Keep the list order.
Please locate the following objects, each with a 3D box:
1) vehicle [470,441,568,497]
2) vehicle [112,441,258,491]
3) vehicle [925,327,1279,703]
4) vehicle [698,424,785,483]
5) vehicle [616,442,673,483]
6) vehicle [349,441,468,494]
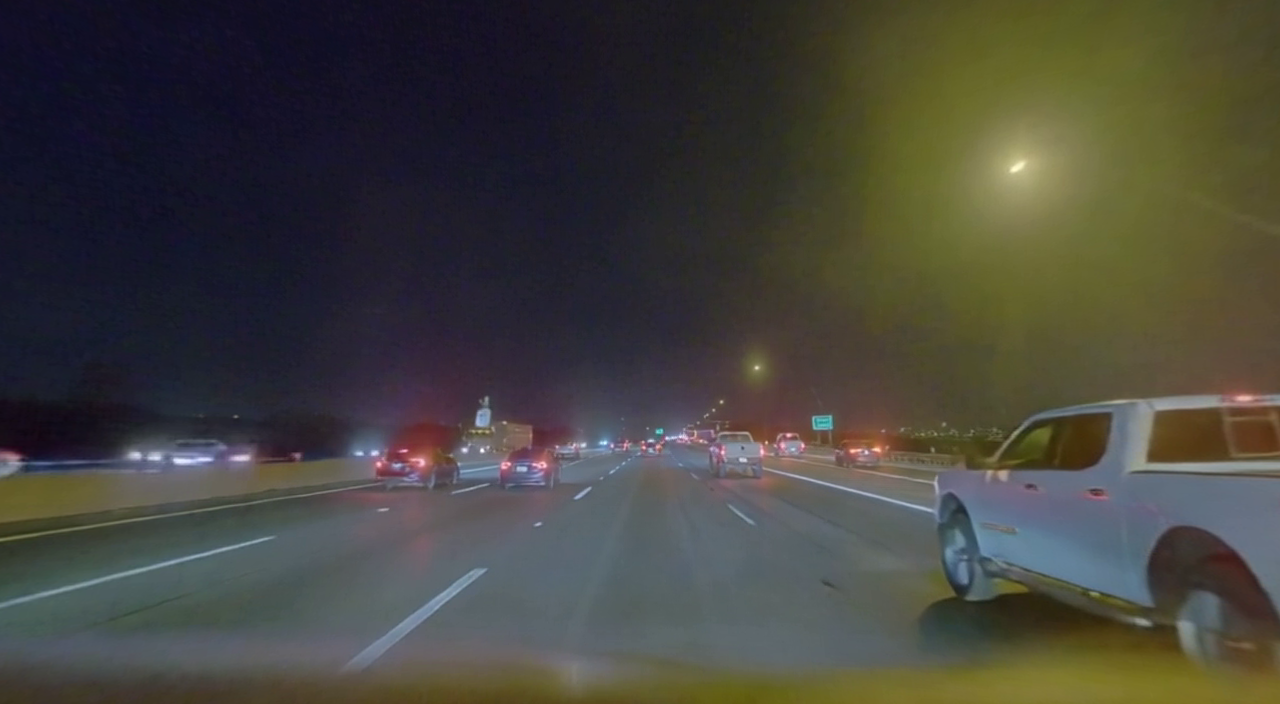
[{"bbox_3d":[-3.520,3.507,19.223,1.996,1.488,4.451,0,-9,2],"label":"vehicle"},{"bbox_3d":[-15.795,3.957,22.183,1.880,1.565,4.171,0,-9,2],"label":"vehicle"},{"bbox_3d":[3.648,0.952,3.595,2.045,1.768,4.249,0,-9,0],"label":"vehicle"},{"bbox_3d":[4.082,4.286,26.734,2.802,2.151,6.579,0,-9,2],"label":"vehicle"},{"bbox_3d":[0.219,4.372,25.162,2.071,1.478,4.130,0,-9,1],"label":"vehicle"},{"bbox_3d":[-7.381,3.716,20.628,2.065,1.519,4.491,0,-9,2],"label":"vehicle"}]
